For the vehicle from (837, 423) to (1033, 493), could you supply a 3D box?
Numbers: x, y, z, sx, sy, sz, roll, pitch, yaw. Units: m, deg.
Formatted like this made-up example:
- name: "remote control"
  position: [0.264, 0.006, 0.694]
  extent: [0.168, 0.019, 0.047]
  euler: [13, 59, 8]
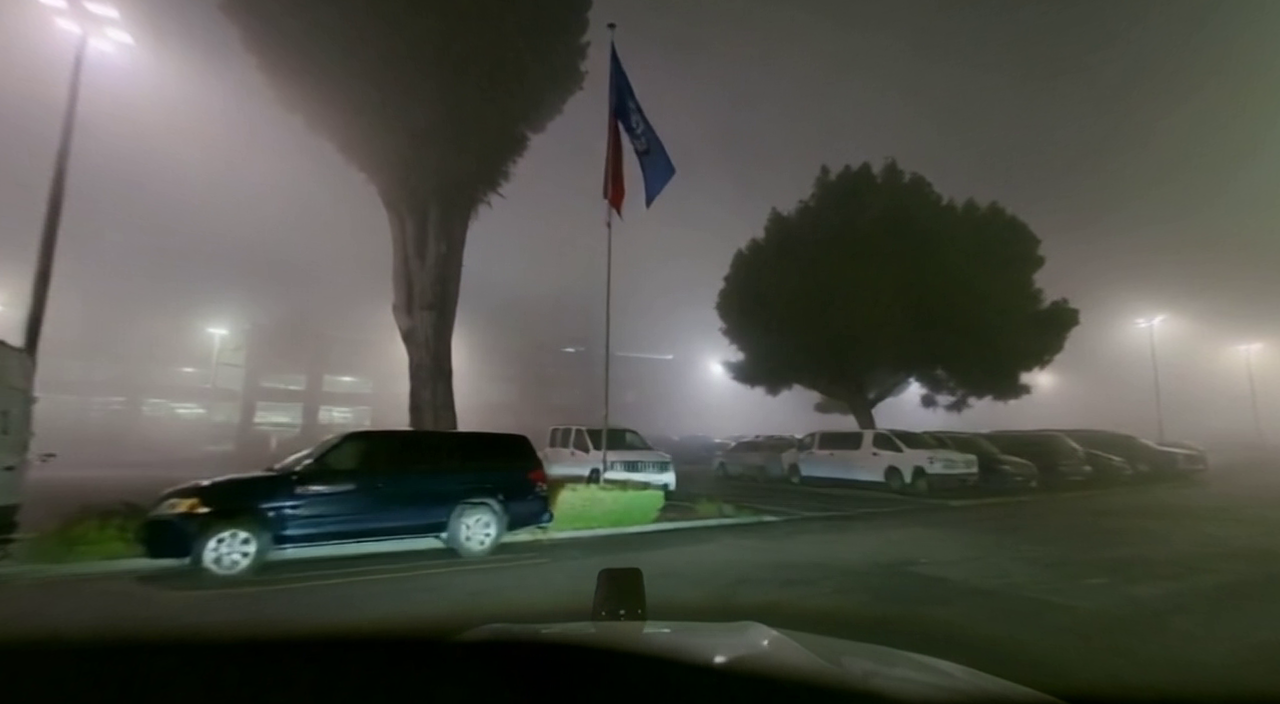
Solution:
- name: "vehicle"
  position: [10.866, 3.936, 24.070]
  extent: [2.242, 2.227, 6.505]
  euler: [3, -8, -30]

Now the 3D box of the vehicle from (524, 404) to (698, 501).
- name: "vehicle"
  position: [-1.096, 2.880, 18.354]
  extent: [2.491, 2.324, 5.986]
  euler: [5, -10, -30]

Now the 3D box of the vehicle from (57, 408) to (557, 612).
- name: "vehicle"
  position: [-3.811, 1.794, 8.148]
  extent: [4.992, 1.894, 2.043]
  euler: [5, -9, -31]

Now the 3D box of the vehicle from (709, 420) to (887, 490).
- name: "vehicle"
  position: [5.385, 3.657, 22.924]
  extent: [2.228, 2.126, 6.632]
  euler: [3, -8, -29]
